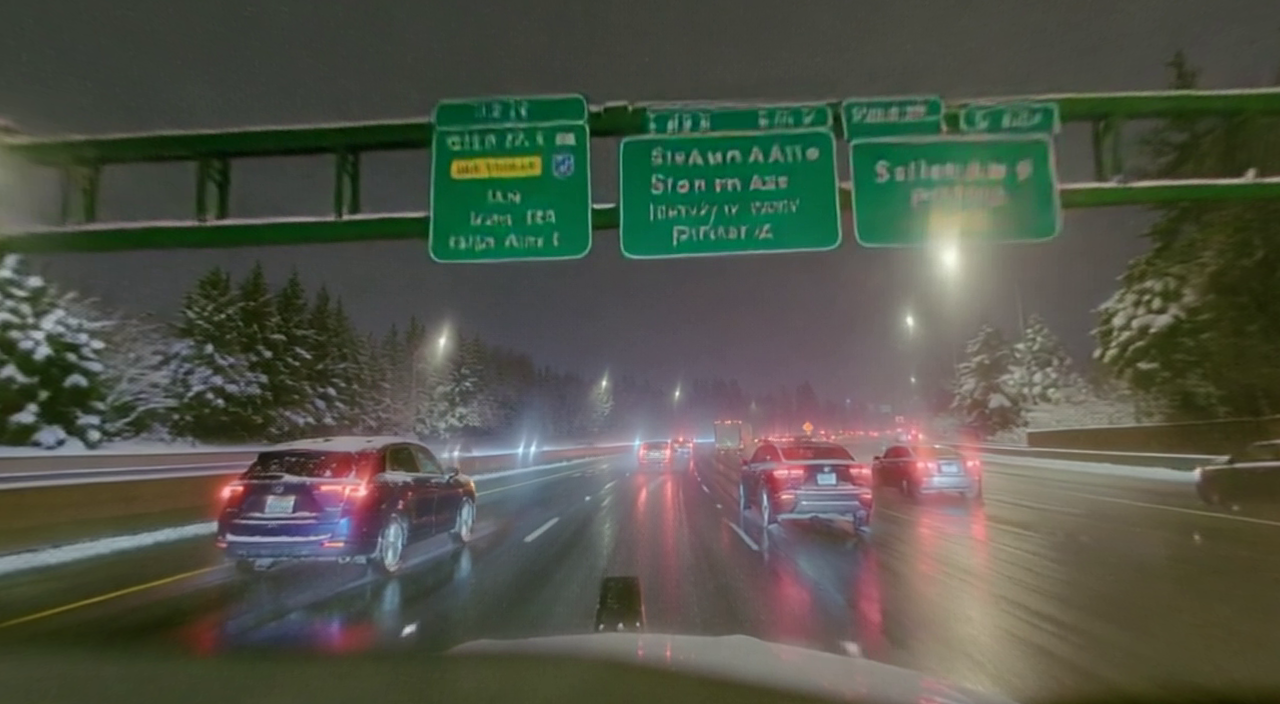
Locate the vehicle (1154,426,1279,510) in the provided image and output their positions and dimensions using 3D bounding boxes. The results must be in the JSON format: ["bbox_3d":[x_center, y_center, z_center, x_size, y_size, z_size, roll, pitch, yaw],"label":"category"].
[{"bbox_3d":[12.925,2.253,12.296,1.976,1.548,4.687,-1,-9,4],"label":"vehicle"}]

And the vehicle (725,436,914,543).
[{"bbox_3d":[2.846,2.293,11.205,2.009,1.489,4.559,0,-9,0],"label":"vehicle"}]

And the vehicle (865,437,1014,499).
[{"bbox_3d":[8.141,3.187,17.694,2.014,1.506,4.626,0,-9,2],"label":"vehicle"}]

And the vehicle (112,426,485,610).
[{"bbox_3d":[-3.510,1.776,7.713,1.937,1.558,4.469,0,-9,2],"label":"vehicle"}]

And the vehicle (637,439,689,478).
[{"bbox_3d":[1.076,4.756,28.359,2.201,1.614,3.803,-1,-9,3],"label":"vehicle"}]
